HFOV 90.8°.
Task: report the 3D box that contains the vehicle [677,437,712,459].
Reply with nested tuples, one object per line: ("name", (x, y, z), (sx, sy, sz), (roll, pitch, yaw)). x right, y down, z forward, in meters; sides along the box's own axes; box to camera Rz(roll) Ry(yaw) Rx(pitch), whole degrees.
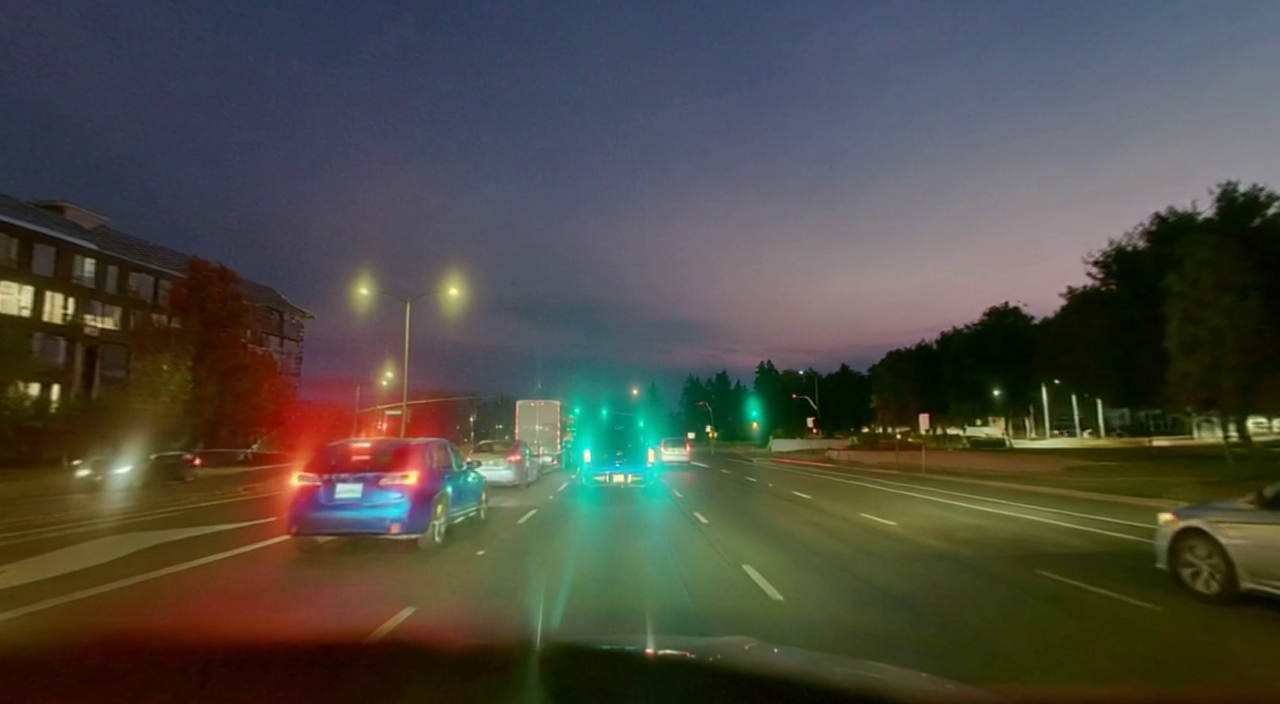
("vehicle", (3.955, 7.052, 46.556), (1.967, 1.480, 4.286), (1, -8, -4))

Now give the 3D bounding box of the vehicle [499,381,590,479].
("vehicle", (-4.192, 3.945, 30.993), (2.918, 3.741, 13.683), (0, -8, -2))

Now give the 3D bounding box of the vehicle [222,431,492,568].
("vehicle", (-3.569, 1.905, 9.029), (1.904, 1.460, 4.300), (0, -8, -1))

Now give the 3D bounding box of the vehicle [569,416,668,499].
("vehicle", (-0.567, 2.734, 16.764), (2.260, 1.872, 4.578), (0, -8, -2))

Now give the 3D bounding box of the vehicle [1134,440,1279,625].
("vehicle", (6.037, 1.249, 3.835), (2.077, 1.424, 4.869), (0, -8, -1))

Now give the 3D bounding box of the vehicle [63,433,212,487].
("vehicle", (-19.014, 4.069, 24.244), (2.089, 1.861, 4.615), (0, -8, -4))
